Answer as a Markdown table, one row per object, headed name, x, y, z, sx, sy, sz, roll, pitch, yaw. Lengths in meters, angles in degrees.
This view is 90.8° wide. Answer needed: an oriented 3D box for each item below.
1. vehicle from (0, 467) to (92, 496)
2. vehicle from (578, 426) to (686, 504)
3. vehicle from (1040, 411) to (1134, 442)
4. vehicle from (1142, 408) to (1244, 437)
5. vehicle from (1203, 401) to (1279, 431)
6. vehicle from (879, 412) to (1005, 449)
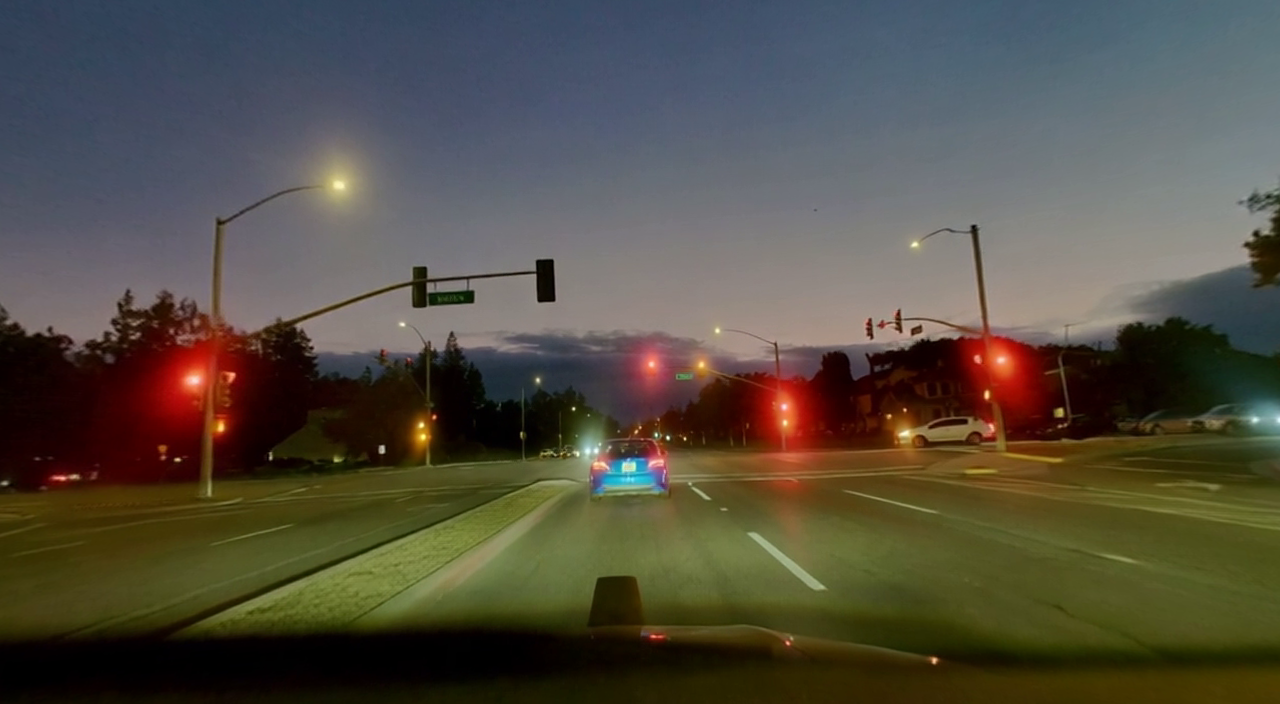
| name | x | y | z | sx | sy | sz | roll | pitch | yaw |
| --- | --- | --- | --- | --- | --- | --- | --- | --- | --- |
| vehicle | -39.996 | 8.575 | 41.907 | 5.009 | 1.739 | 2.092 | 1 | -8 | -6 |
| vehicle | -0.031 | 2.619 | 15.041 | 2.074 | 1.570 | 3.647 | 0 | -8 | 7 |
| vehicle | 28.646 | 4.839 | 40.554 | 4.557 | 1.899 | 1.996 | 1 | -8 | -5 |
| vehicle | 35.905 | 4.589 | 41.085 | 4.735 | 1.784 | 2.094 | 1 | -7 | -3 |
| vehicle | 47.023 | 4.991 | 48.894 | 4.484 | 2.196 | 2.468 | 1 | -7 | -3 |
| vehicle | 17.842 | 4.655 | 37.561 | 6.025 | 2.000 | 2.876 | 1 | -7 | -2 |
